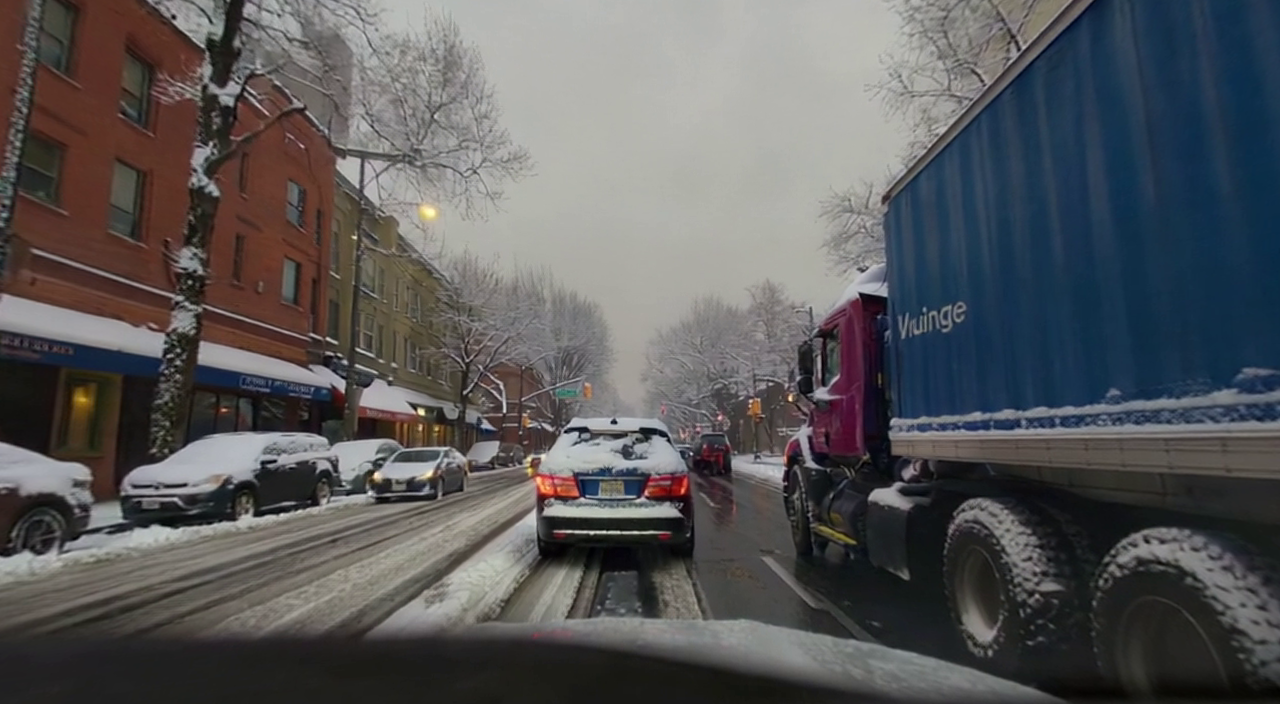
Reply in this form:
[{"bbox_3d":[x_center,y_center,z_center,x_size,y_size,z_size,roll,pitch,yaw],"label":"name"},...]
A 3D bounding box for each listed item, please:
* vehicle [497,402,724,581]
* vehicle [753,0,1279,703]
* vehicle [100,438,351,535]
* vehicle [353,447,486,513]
[{"bbox_3d":[-0.279,1.743,8.710,2.283,1.783,4.548,0,-8,1],"label":"vehicle"},{"bbox_3d":[2.913,-0.010,2.891,2.913,3.771,9.716,0,-8,0],"label":"vehicle"},{"bbox_3d":[-8.846,2.863,14.282,2.065,1.758,5.144,-1,-8,2],"label":"vehicle"},{"bbox_3d":[-5.700,3.319,17.005,1.997,1.467,4.373,-1,-8,0],"label":"vehicle"}]
